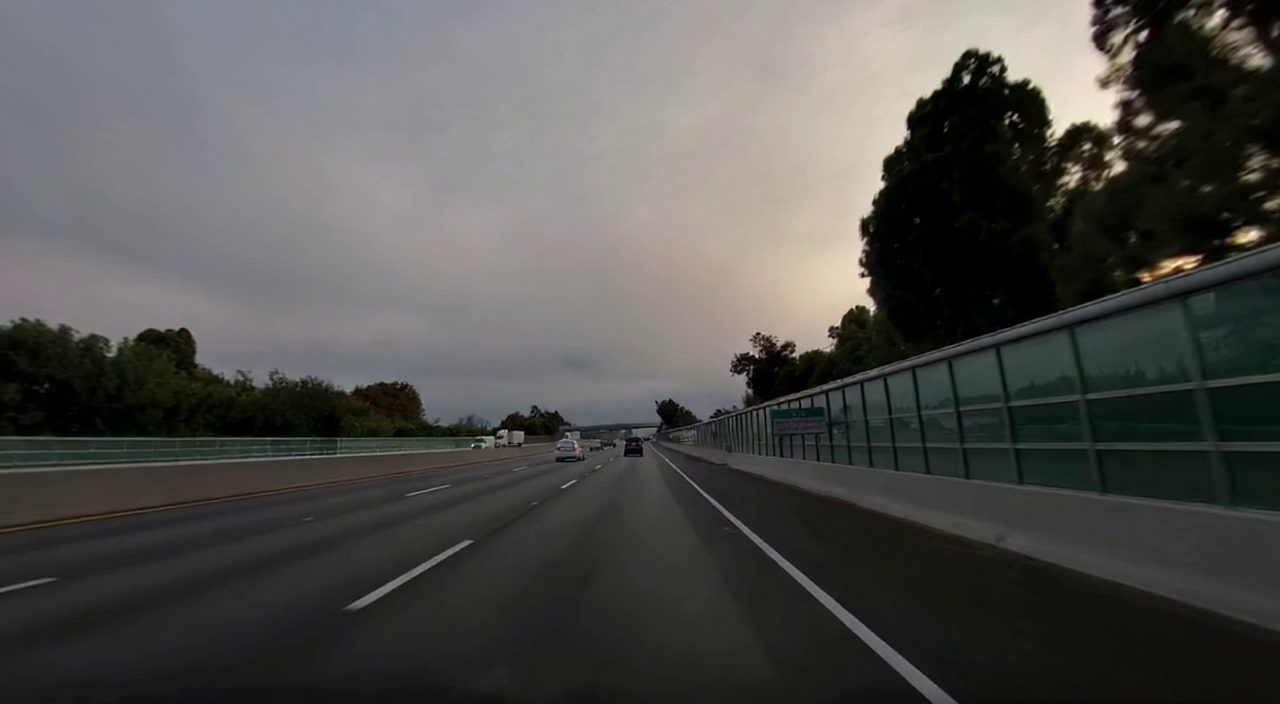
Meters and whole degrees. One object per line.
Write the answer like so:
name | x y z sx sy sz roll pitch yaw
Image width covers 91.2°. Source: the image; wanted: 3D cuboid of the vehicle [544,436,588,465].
vehicle | -4.224 5.726 36.547 2.063 1.598 4.189 0 -8 0
